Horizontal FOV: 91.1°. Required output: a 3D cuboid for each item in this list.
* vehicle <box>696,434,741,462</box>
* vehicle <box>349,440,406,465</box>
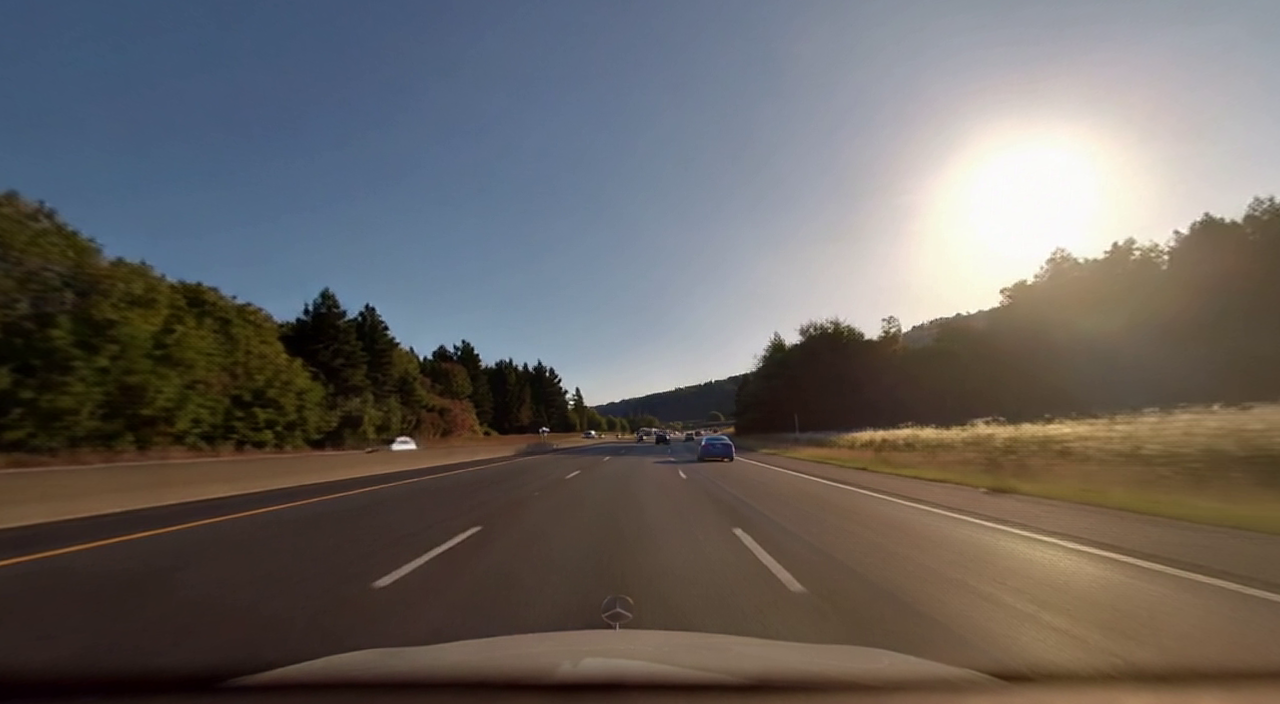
[{"bbox_3d":[4.322,5.340,35.248,1.982,1.452,4.294,0,-8,0],"label":"vehicle"},{"bbox_3d":[-16.378,6.252,39.368,1.815,1.421,3.766,0,-8,2],"label":"vehicle"}]
